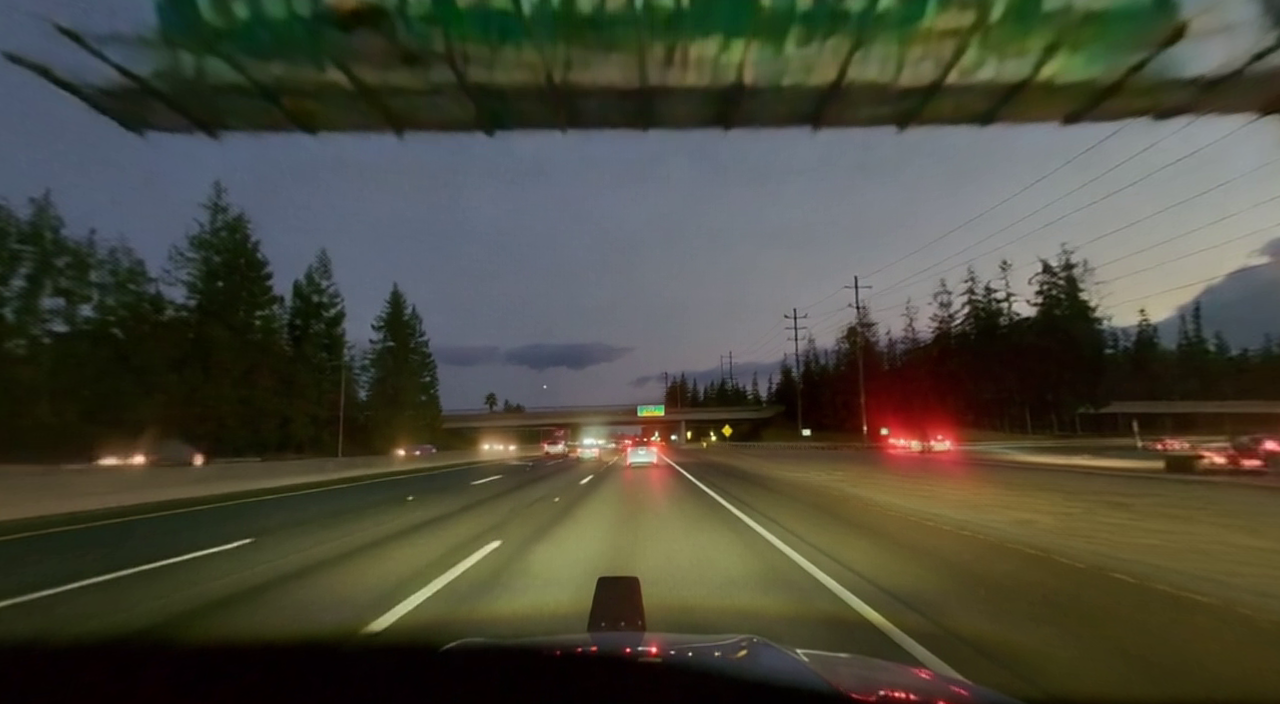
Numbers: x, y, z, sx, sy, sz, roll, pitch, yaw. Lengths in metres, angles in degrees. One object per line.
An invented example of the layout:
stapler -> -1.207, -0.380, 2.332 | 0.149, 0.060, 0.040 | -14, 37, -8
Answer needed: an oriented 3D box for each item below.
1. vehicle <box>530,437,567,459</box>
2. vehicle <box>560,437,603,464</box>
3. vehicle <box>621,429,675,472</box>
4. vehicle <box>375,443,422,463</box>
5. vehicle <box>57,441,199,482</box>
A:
vehicle -> -7.206, 7.578, 49.990 | 2.139, 1.653, 4.614 | 0, -8, 2
vehicle -> -3.363, 5.773, 37.125 | 2.056, 1.464, 4.564 | 0, -8, 1
vehicle -> 0.290, 4.222, 27.125 | 2.152, 1.697, 4.066 | 0, -8, 0
vehicle -> -17.728, 7.416, 46.500 | 1.760, 1.433, 4.294 | 0, -8, 1
vehicle -> -21.309, 4.536, 26.572 | 1.912, 1.545, 4.794 | 0, -8, 1
